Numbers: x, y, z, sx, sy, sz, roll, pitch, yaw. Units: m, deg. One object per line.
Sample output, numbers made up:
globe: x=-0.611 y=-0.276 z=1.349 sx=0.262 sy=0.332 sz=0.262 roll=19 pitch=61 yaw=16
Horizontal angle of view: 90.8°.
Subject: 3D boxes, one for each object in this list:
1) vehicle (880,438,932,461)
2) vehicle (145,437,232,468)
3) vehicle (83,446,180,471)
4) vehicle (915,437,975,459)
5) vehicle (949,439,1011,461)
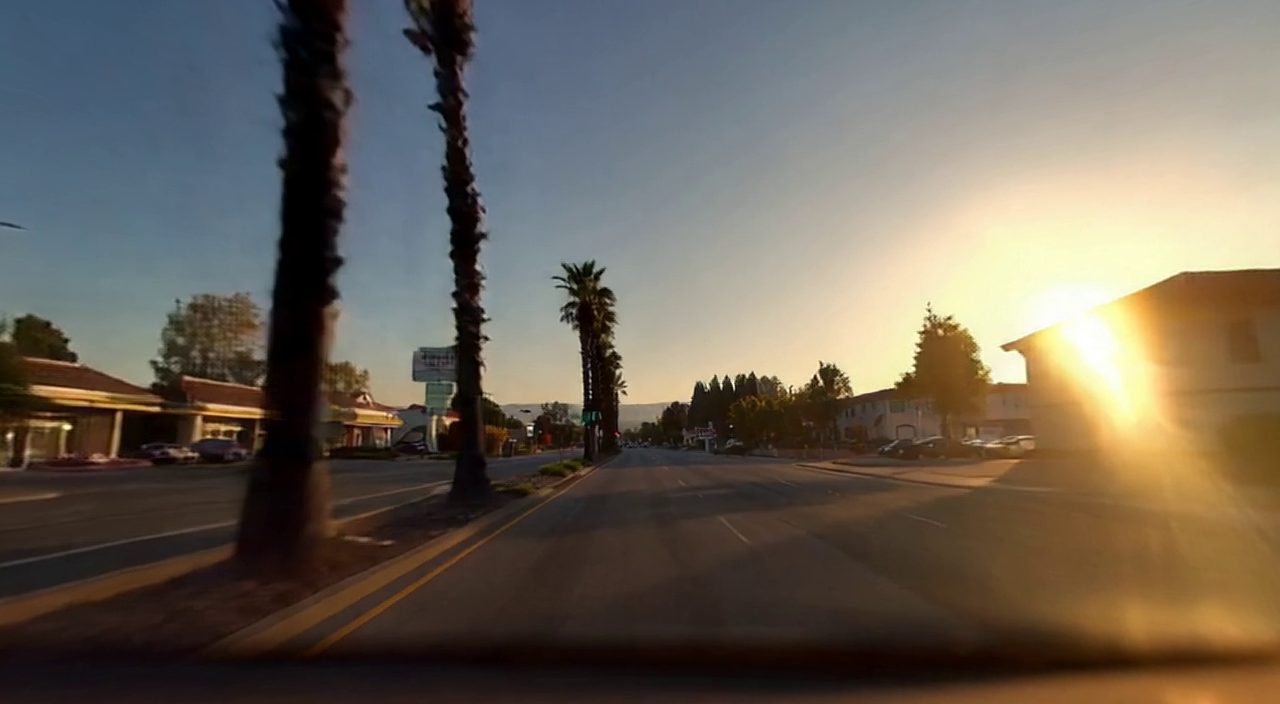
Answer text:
vehicle: x=18.618 y=6.822 z=44.405 sx=1.852 sy=1.487 sz=3.896 roll=-1 pitch=-8 yaw=-2
vehicle: x=-31.691 y=7.060 z=44.440 sx=4.437 sy=2.070 sz=2.023 roll=0 pitch=-9 yaw=-1
vehicle: x=-31.581 y=6.610 z=39.310 sx=4.351 sy=1.430 sz=1.858 roll=0 pitch=-8 yaw=-2
vehicle: x=21.424 y=6.801 z=44.530 sx=1.986 sy=1.454 sz=4.332 roll=-1 pitch=-9 yaw=-1
vehicle: x=24.116 y=6.954 z=44.978 sx=1.956 sy=1.517 sz=4.088 roll=0 pitch=-8 yaw=-2
